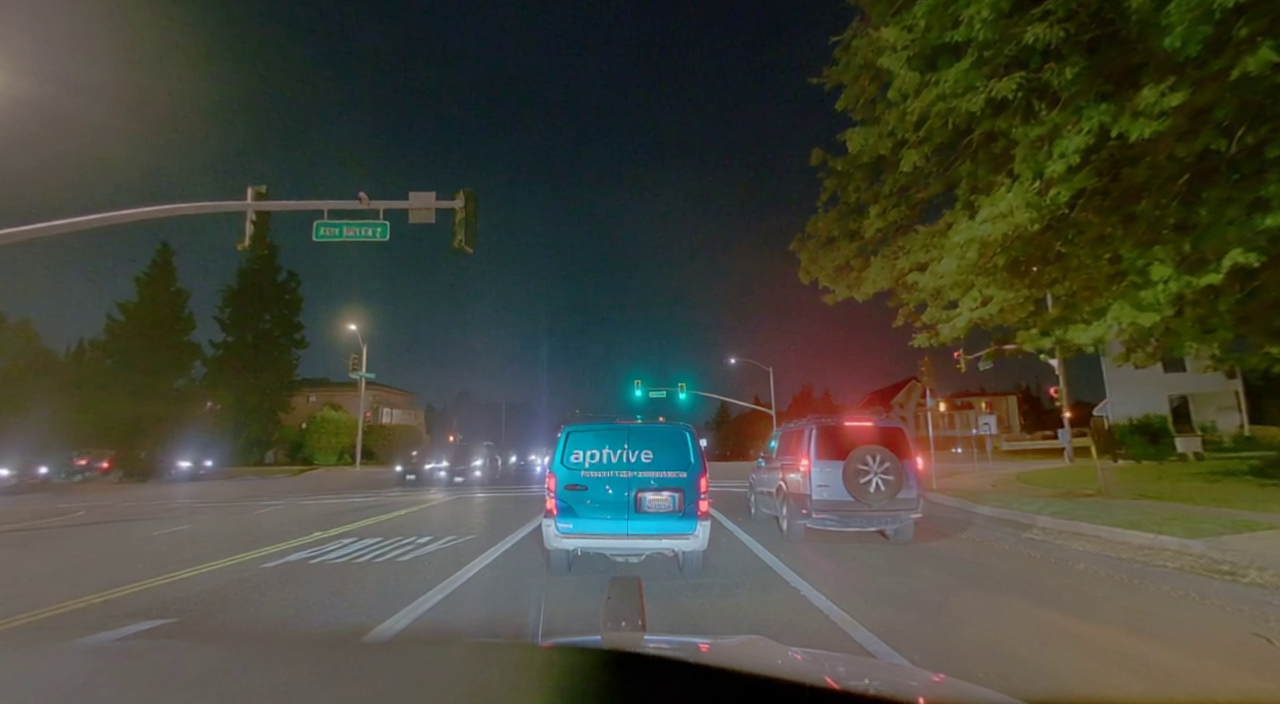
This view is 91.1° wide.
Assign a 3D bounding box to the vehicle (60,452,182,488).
[{"bbox_3d":[-25.259,5.733,30.710,4.073,1.603,1.920,1,-9,-8],"label":"vehicle"}]

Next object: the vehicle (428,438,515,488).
[{"bbox_3d":[-6.543,4.345,25.001,2.070,1.775,4.703,0,-8,1],"label":"vehicle"}]

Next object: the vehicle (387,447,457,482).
[{"bbox_3d":[-10.308,5.334,30.021,1.881,1.515,4.262,0,-8,-1],"label":"vehicle"}]

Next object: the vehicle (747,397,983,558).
[{"bbox_3d":[3.084,1.832,9.780,2.059,1.924,4.257,0,-8,0],"label":"vehicle"}]

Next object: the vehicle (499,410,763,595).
[{"bbox_3d":[-0.072,1.658,7.801,2.321,1.624,4.367,0,-8,0],"label":"vehicle"}]
